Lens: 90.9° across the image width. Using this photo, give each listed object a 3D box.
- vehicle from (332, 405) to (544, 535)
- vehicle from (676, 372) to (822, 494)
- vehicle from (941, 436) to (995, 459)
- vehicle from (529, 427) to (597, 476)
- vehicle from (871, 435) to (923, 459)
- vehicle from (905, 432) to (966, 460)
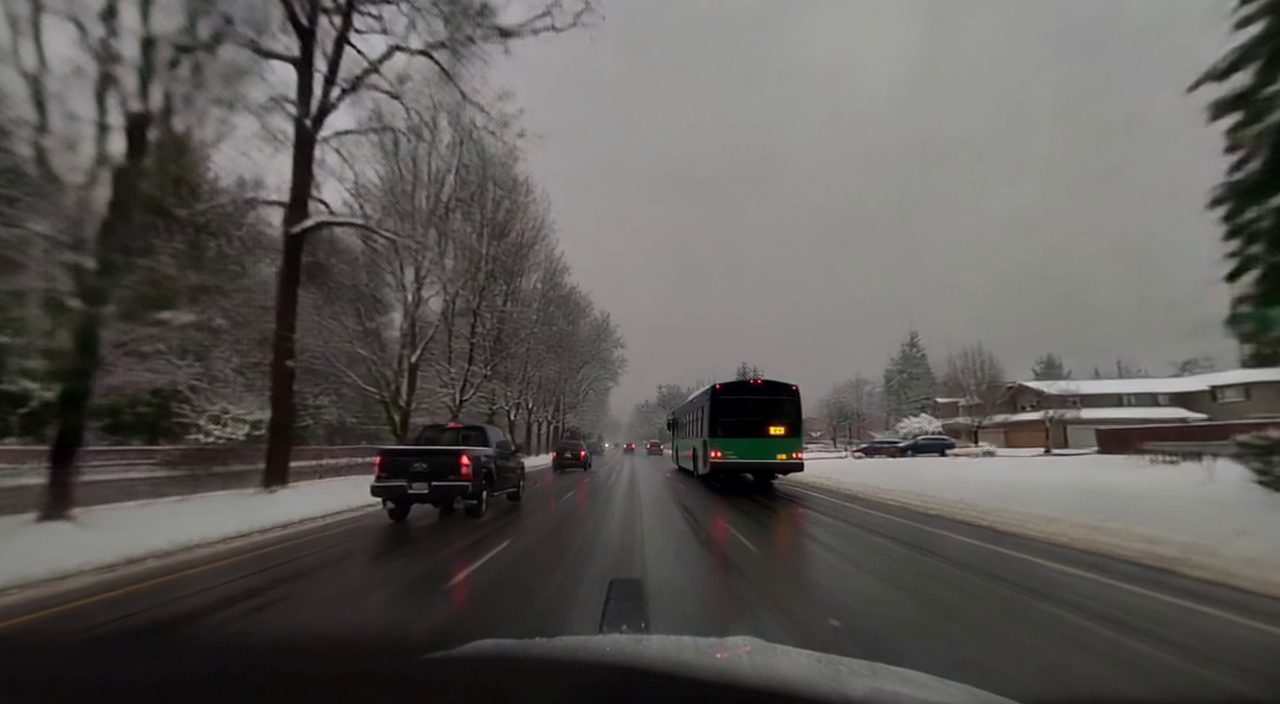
[{"bbox_3d":[-3.310,2.081,11.703,2.074,1.849,5.137,0,-8,2],"label":"vehicle"},{"bbox_3d":[3.293,3.104,23.342,3.059,3.264,12.623,0,-8,0],"label":"vehicle"},{"bbox_3d":[24.132,7.061,46.532,1.987,1.604,4.005,0,-9,3],"label":"vehicle"},{"bbox_3d":[-3.488,4.656,29.807,2.513,2.066,5.820,0,-8,0],"label":"vehicle"},{"bbox_3d":[19.014,7.089,46.827,2.062,1.683,4.209,0,-8,1],"label":"vehicle"},{"bbox_3d":[21.773,6.949,46.650,2.152,1.945,4.827,0,-8,1],"label":"vehicle"}]
